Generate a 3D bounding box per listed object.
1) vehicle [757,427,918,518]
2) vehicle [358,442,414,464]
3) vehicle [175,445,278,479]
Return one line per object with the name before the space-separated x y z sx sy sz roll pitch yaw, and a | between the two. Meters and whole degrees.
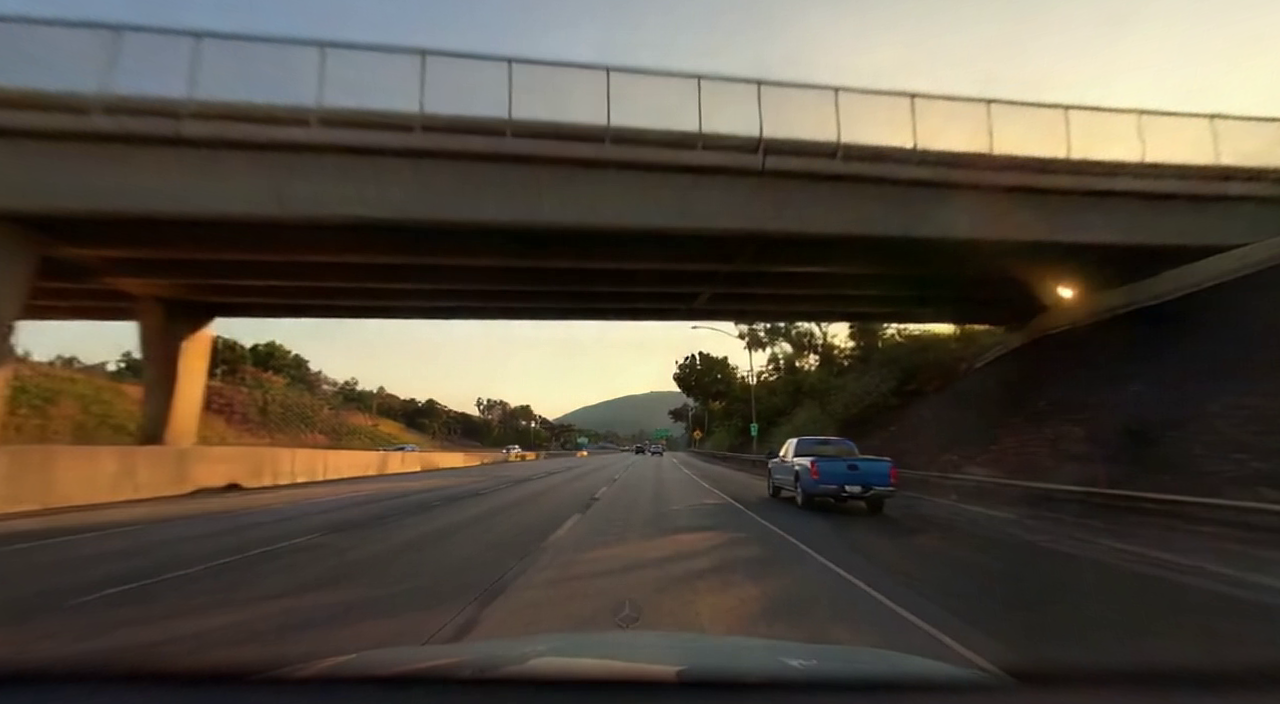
vehicle | 4.060 2.557 14.003 2.010 1.637 4.940 0 -8 1
vehicle | -19.409 7.739 48.498 1.997 1.583 5.181 0 -8 2
vehicle | -19.615 5.205 30.159 1.833 1.438 4.439 0 -8 1
